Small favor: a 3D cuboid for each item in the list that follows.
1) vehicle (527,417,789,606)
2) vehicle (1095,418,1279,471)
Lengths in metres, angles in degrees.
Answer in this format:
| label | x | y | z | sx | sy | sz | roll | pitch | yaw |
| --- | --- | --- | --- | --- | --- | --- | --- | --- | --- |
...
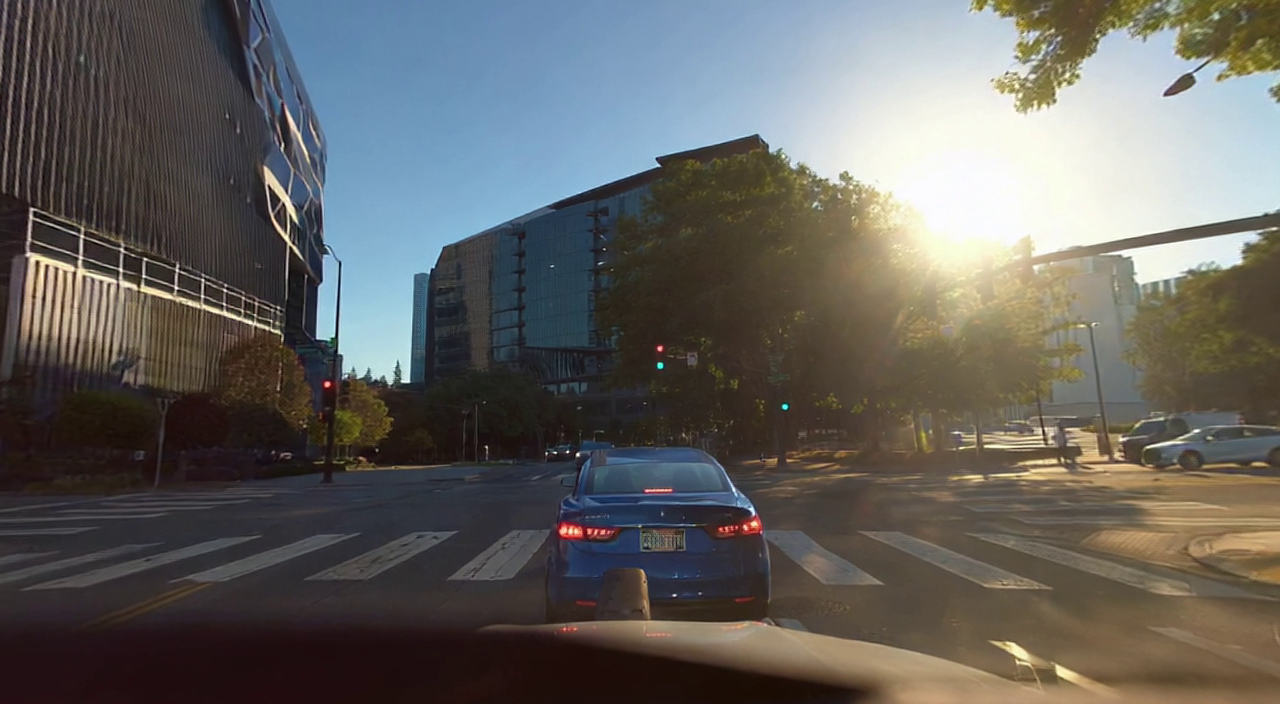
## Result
| label | x | y | z | sx | sy | sz | roll | pitch | yaw |
| --- | --- | --- | --- | --- | --- | --- | --- | --- | --- |
| vehicle | -0.145 | 1.643 | 7.490 | 1.893 | 1.532 | 4.145 | 2 | -9 | -16 |
| vehicle | 19.154 | 3.258 | 22.214 | 4.675 | 1.772 | 1.945 | 0 | -8 | 0 |
